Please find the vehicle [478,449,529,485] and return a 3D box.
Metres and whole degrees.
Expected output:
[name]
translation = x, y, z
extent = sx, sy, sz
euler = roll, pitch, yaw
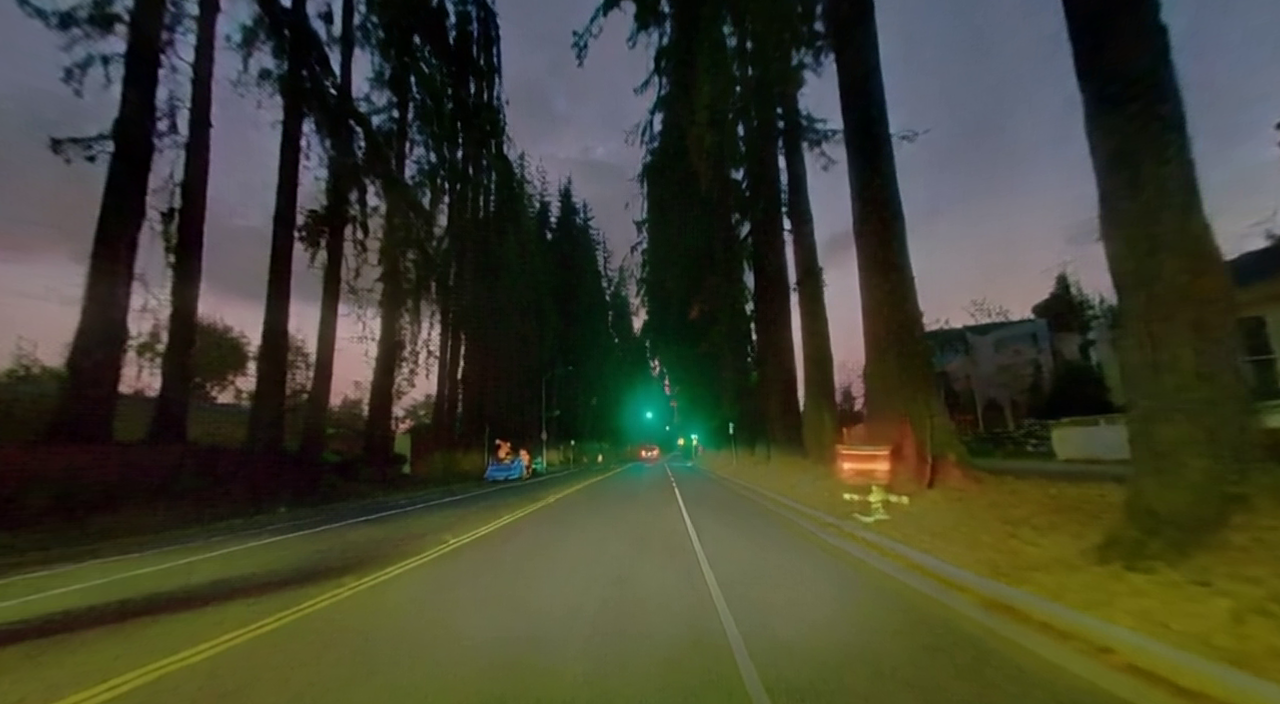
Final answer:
[vehicle]
translation = -8.312, 6.985, 38.699
extent = 1.998, 1.814, 4.559
euler = -4, -7, 1
